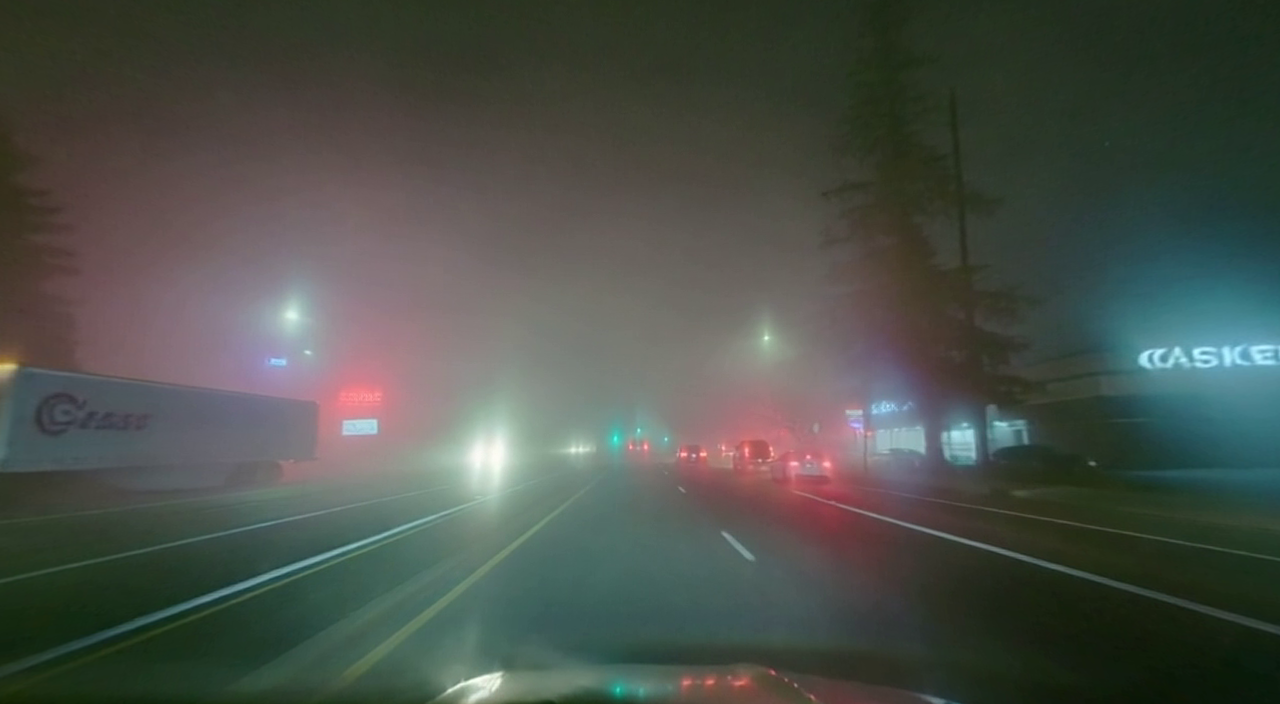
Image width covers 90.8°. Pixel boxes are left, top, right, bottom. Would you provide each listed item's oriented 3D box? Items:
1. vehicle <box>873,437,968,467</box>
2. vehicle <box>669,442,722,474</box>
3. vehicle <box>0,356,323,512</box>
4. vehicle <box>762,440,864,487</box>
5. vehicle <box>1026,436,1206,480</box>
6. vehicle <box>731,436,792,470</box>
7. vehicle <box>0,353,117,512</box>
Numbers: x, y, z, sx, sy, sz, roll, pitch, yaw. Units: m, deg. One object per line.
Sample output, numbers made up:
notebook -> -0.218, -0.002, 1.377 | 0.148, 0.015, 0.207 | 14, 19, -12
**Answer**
vehicle -> 16.008, 5.721, 36.169 | 4.457, 1.521, 1.872 | -2, -9, -3
vehicle -> 2.679, 5.264, 31.531 | 2.099, 1.463, 4.365 | 0, -8, -1
vehicle -> -18.973, 3.480, 26.052 | 3.058, 4.328, 16.976 | -1, -8, 0
vehicle -> 6.024, 3.941, 22.719 | 2.150, 1.485, 4.919 | 0, -8, -1
vehicle -> 16.704, 3.730, 22.359 | 4.679, 1.448, 2.178 | 0, -8, -3
vehicle -> 6.846, 5.764, 36.260 | 2.268, 1.822, 5.038 | 0, -8, -3
vehicle -> -18.965, 2.070, 16.312 | 3.008, 4.297, 9.041 | 0, -8, 0
